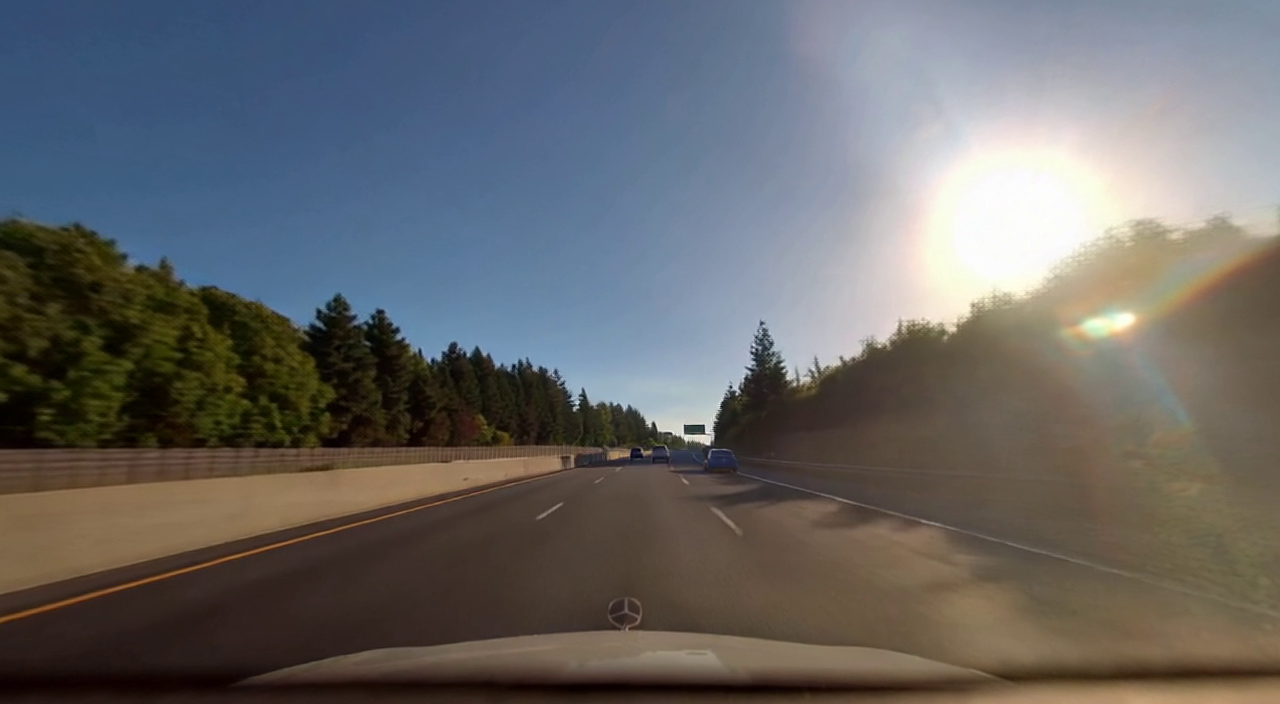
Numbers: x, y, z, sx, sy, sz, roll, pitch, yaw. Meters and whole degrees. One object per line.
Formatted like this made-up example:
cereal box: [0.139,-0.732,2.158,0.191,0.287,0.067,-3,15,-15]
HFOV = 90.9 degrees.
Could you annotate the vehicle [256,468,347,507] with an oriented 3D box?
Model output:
vehicle: [-15.318,6.115,28.776,1.779,1.467,4.371,0,-9,-1]

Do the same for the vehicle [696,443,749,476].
vehicle: [4.133,5.460,32.253,2.175,1.574,3.943,0,-9,0]
